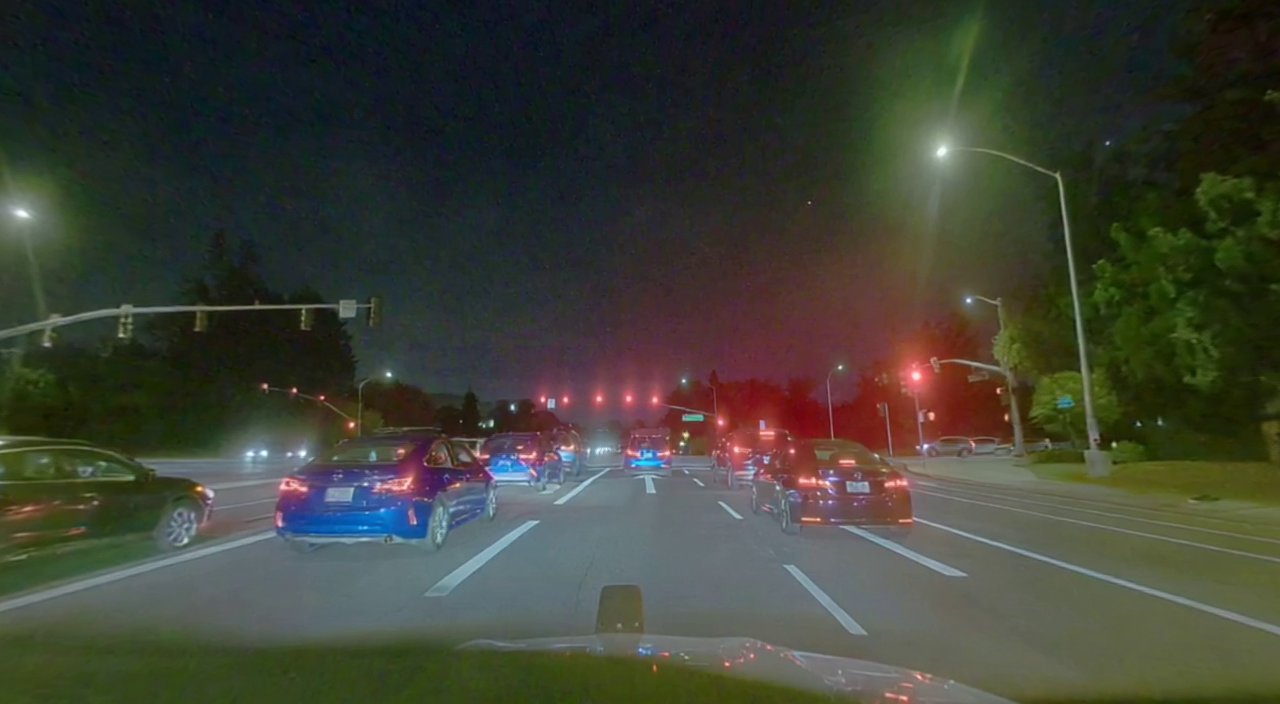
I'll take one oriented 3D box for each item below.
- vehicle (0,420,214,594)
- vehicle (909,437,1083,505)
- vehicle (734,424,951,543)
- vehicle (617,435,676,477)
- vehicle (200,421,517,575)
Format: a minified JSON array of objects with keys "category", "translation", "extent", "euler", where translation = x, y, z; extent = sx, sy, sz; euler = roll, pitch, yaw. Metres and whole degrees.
[{"category":"vehicle","translation":[-6.565,1.393,5.810],"extent":[2.066,1.482,4.547],"euler":[0,-9,1]},{"category":"vehicle","translation":[8.933,3.005,16.457],"extent":[2.004,1.499,4.679],"euler":[0,-9,3]},{"category":"vehicle","translation":[2.860,1.985,10.181],"extent":[2.002,1.474,4.528],"euler":[0,-9,0]},{"category":"vehicle","translation":[0.200,4.034,24.701],"extent":[2.114,1.482,4.056],"euler":[0,-9,-1]},{"category":"vehicle","translation":[-3.188,1.767,8.457],"extent":[2.139,1.478,4.510],"euler":[0,-9,0]}]
